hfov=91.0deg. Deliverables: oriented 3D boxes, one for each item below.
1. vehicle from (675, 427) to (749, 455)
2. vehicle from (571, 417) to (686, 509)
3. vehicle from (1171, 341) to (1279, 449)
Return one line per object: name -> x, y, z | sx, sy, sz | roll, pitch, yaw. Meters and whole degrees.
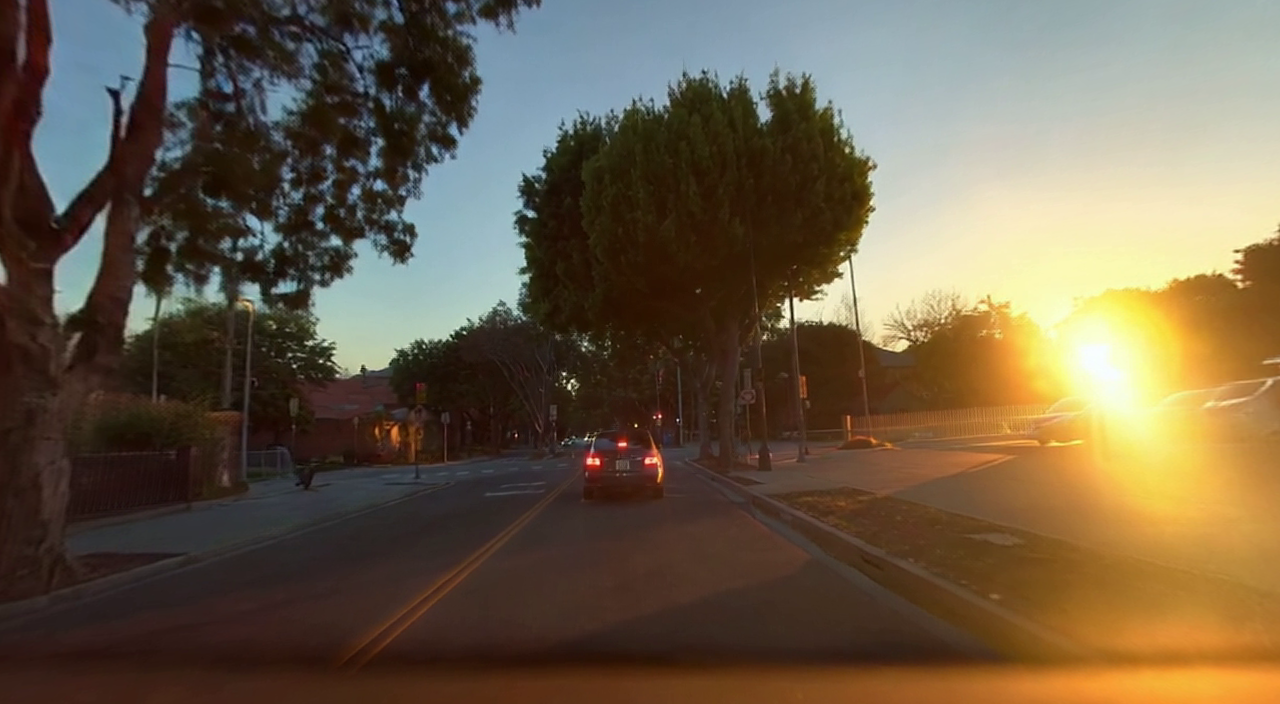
vehicle -> 4.502, 5.556, 39.185 | 4.401, 1.651, 1.966 | -2, -8, 11
vehicle -> -0.199, 2.364, 13.783 | 2.142, 1.686, 3.816 | -1, -8, 1
vehicle -> 13.001, 0.823, 11.825 | 3.937, 1.876, 2.045 | -3, -9, 8
